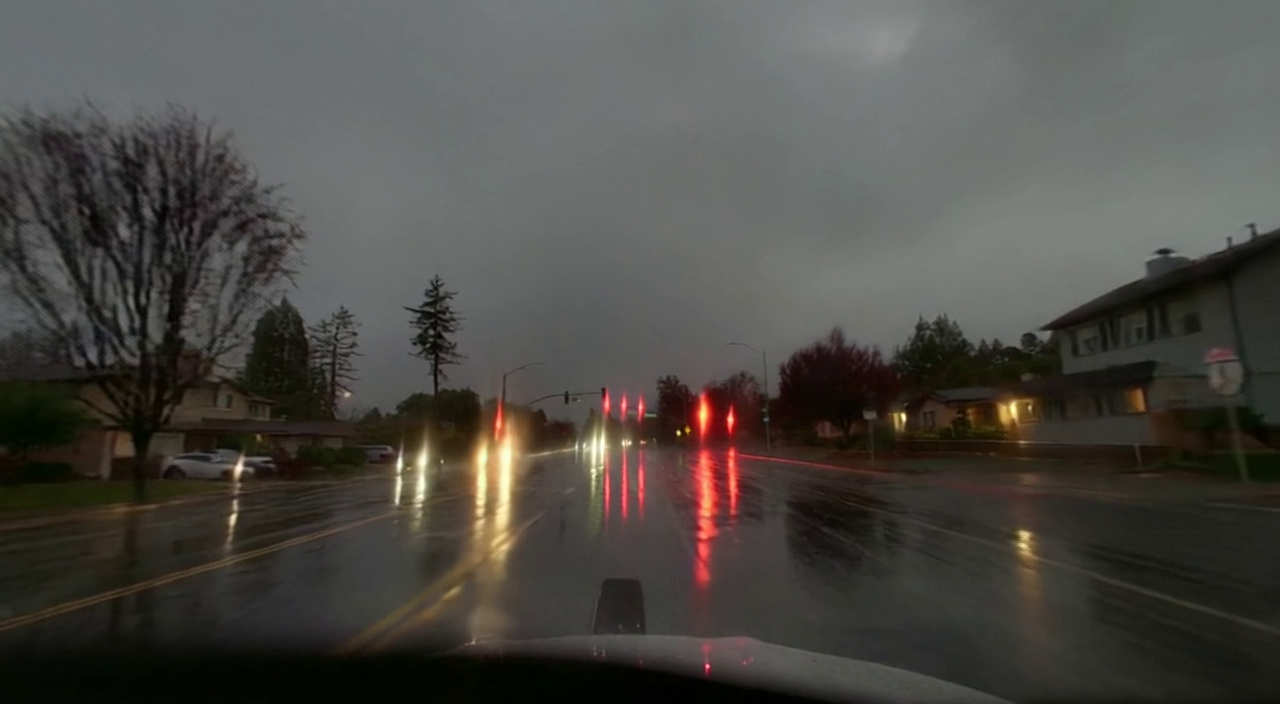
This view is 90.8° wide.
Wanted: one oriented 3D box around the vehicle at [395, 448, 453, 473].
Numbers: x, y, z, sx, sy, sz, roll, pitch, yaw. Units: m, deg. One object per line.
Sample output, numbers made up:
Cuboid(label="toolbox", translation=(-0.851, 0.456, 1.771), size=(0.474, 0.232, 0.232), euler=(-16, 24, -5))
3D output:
Cuboid(label="vehicle", translation=(-13.649, 6.865, 40.182), size=(1.992, 1.453, 4.439), euler=(0, -8, 2))

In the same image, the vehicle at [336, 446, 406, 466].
Cuboid(label="vehicle", translation=(-20.374, 7.881, 47.975), size=(4.464, 1.453, 1.931), euler=(0, -9, -1))

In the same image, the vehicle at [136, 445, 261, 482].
Cuboid(label="vehicle", translation=(-20.670, 5.225, 29.718), size=(4.354, 1.676, 1.905), euler=(0, -9, -2))

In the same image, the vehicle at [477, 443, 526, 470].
Cuboid(label="vehicle", translation=(-8.069, 6.101, 37.212), size=(1.931, 1.483, 4.246), euler=(0, -8, 0))
